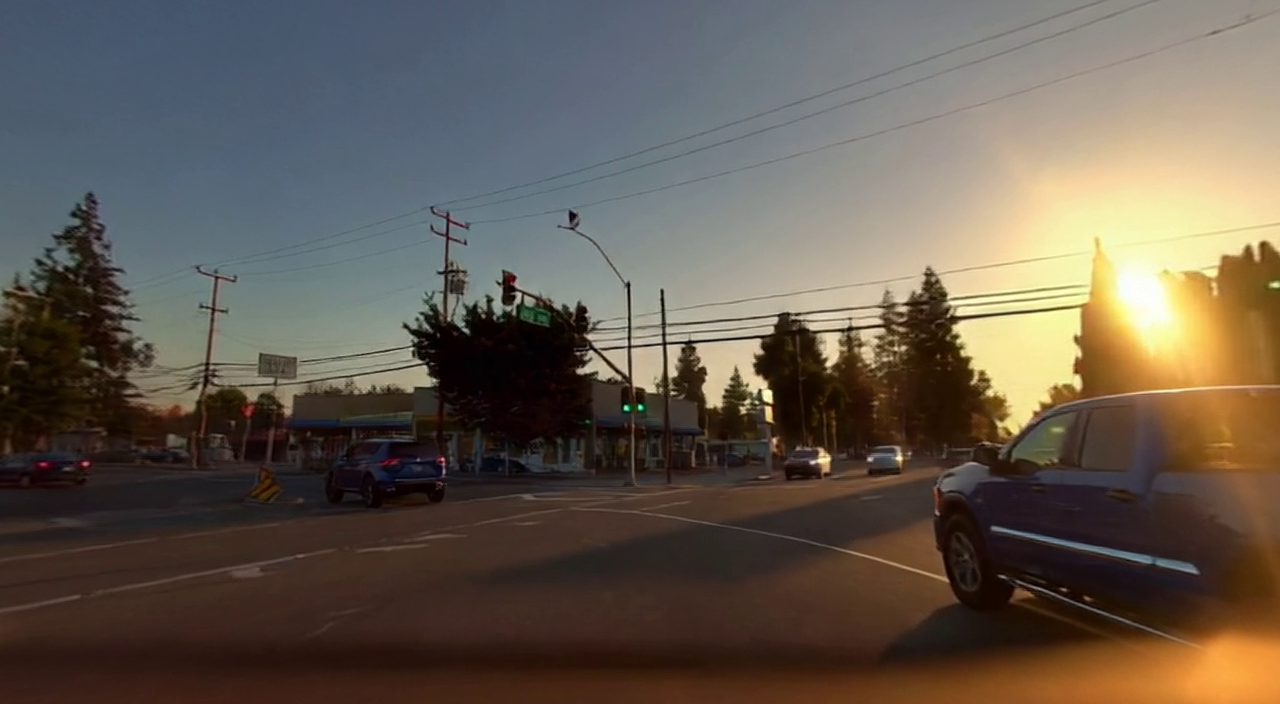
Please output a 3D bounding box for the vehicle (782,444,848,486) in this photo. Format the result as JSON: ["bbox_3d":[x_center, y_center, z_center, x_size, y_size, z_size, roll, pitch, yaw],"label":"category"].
[{"bbox_3d":[8.916,5.596,31.762,2.303,1.895,5.301,-4,-9,24],"label":"vehicle"}]

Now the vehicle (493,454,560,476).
[{"bbox_3d":[-8.157,8.121,45.533,4.495,1.399,1.715,6,-10,-36],"label":"vehicle"}]

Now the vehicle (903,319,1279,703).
[{"bbox_3d":[3.713,0.910,3.598,2.036,1.818,5.192,0,-8,-2],"label":"vehicle"}]

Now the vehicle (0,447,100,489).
[{"bbox_3d":[-26.424,5.067,27.867,4.498,1.725,1.921,-4,-9,24],"label":"vehicle"}]

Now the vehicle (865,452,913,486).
[{"bbox_3d":[12.438,5.757,31.301,1.856,1.448,4.455,-4,-9,25],"label":"vehicle"}]

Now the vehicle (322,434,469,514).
[{"bbox_3d":[-6.824,3.218,17.303,2.141,1.842,4.889,7,-11,-40],"label":"vehicle"}]
